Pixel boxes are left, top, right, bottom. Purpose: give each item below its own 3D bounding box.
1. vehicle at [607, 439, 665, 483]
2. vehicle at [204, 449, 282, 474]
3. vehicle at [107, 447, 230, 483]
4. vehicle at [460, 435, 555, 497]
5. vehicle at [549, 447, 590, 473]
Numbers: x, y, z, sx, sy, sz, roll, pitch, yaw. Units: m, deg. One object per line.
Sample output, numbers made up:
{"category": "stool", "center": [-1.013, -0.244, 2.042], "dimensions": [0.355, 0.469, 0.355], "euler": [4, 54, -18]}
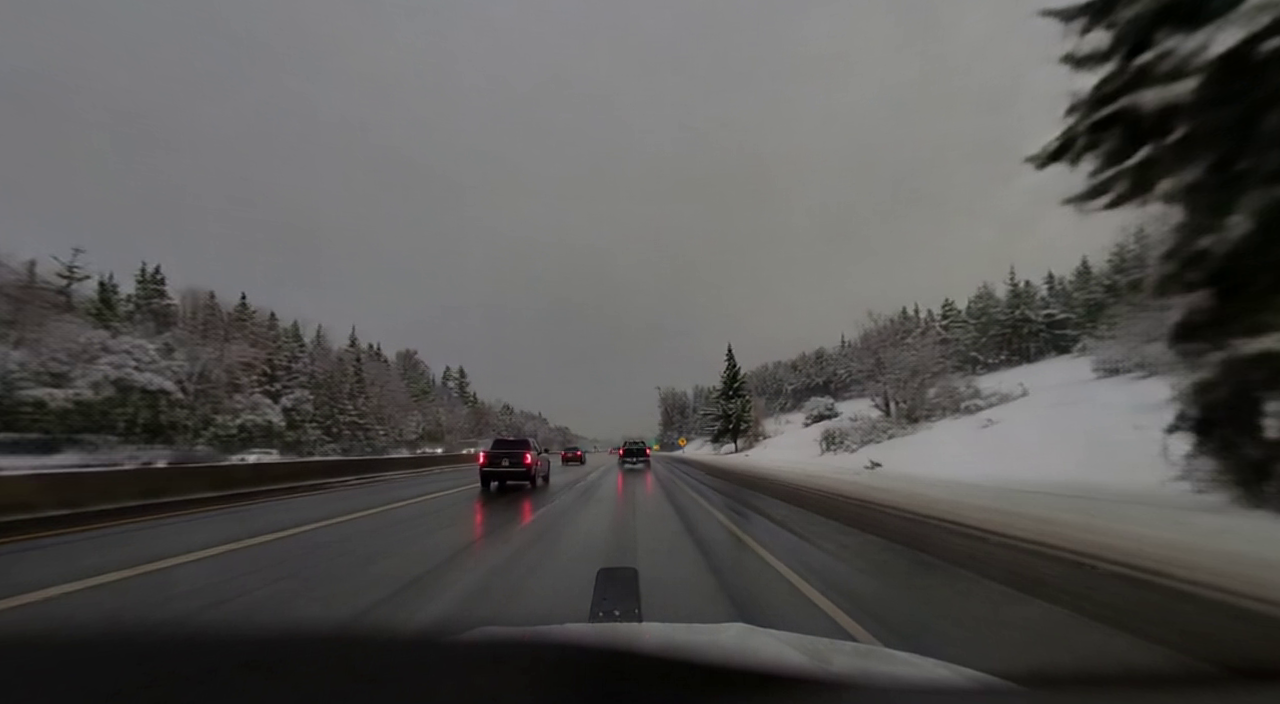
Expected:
{"category": "vehicle", "center": [-0.191, 4.765, 27.978], "dimensions": [2.378, 1.750, 4.355], "euler": [0, -9, -1]}
{"category": "vehicle", "center": [-25.186, 6.934, 40.296], "dimensions": [1.861, 1.467, 4.782], "euler": [0, -8, 0]}
{"category": "vehicle", "center": [-20.863, 4.982, 28.254], "dimensions": [1.907, 1.462, 4.688], "euler": [0, -8, 0]}
{"category": "vehicle", "center": [-4.057, 3.569, 20.154], "dimensions": [2.044, 1.717, 4.421], "euler": [0, -9, 1]}
{"category": "vehicle", "center": [-4.319, 6.636, 39.124], "dimensions": [2.084, 1.528, 4.094], "euler": [0, -9, 0]}
